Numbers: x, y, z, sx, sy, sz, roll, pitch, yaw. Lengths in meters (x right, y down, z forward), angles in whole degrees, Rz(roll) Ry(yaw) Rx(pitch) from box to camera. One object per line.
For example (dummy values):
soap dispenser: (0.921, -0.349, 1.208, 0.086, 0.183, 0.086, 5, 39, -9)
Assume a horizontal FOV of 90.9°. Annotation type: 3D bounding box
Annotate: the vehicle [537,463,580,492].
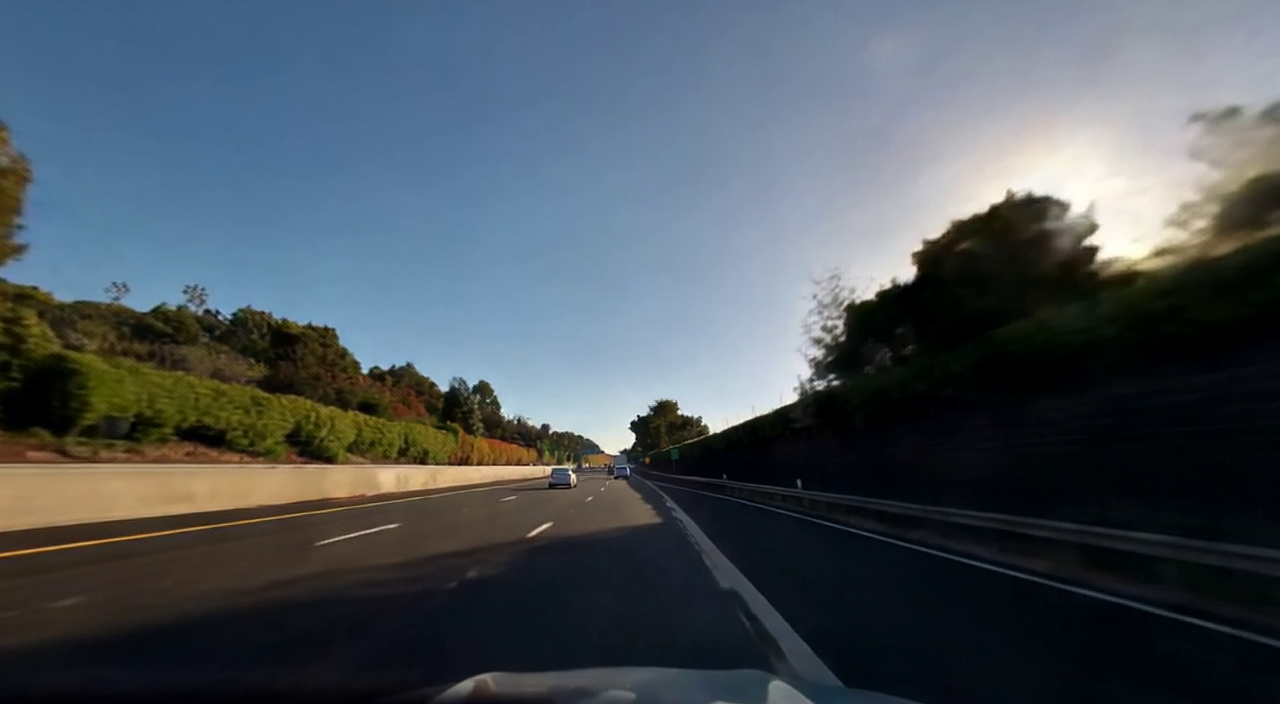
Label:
vehicle: (-4.885, 7.607, 38.338, 2.039, 1.605, 4.365, 1, -10, 0)
